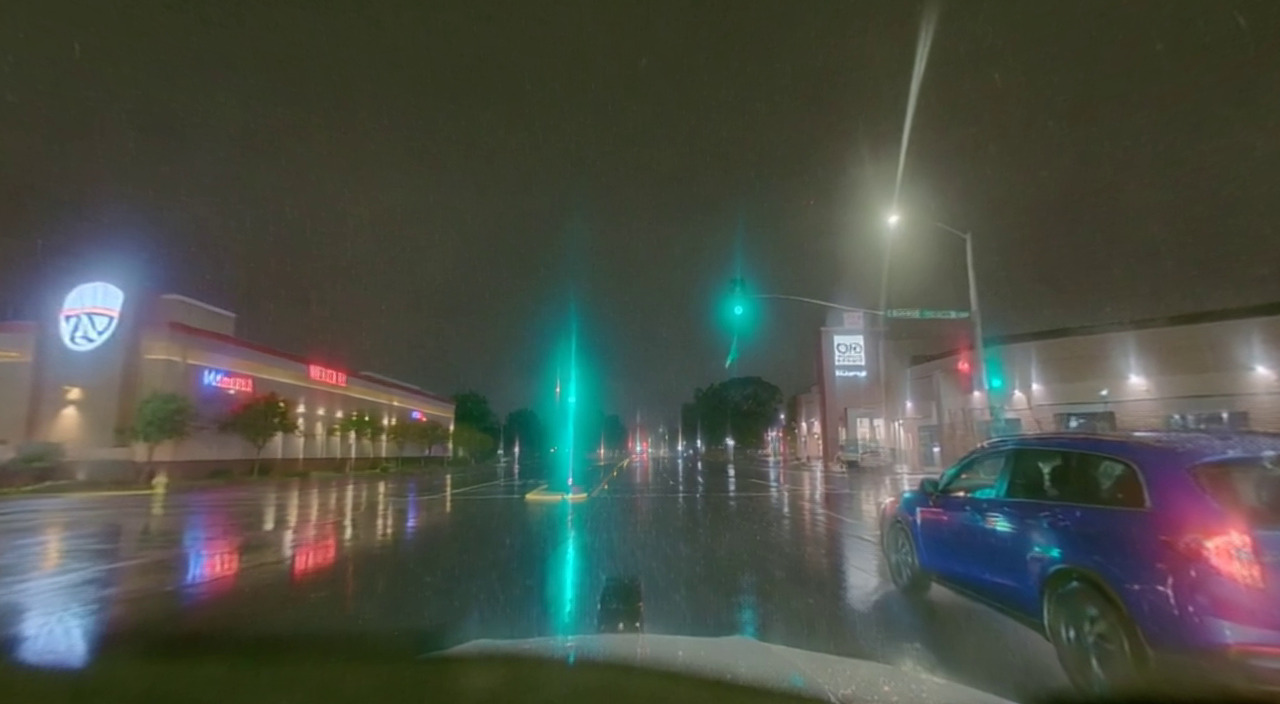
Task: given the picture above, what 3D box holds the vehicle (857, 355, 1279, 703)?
[{"bbox_3d":[3.196,1.077,3.798,2.015,1.641,4.995,0,-8,0],"label":"vehicle"}]
